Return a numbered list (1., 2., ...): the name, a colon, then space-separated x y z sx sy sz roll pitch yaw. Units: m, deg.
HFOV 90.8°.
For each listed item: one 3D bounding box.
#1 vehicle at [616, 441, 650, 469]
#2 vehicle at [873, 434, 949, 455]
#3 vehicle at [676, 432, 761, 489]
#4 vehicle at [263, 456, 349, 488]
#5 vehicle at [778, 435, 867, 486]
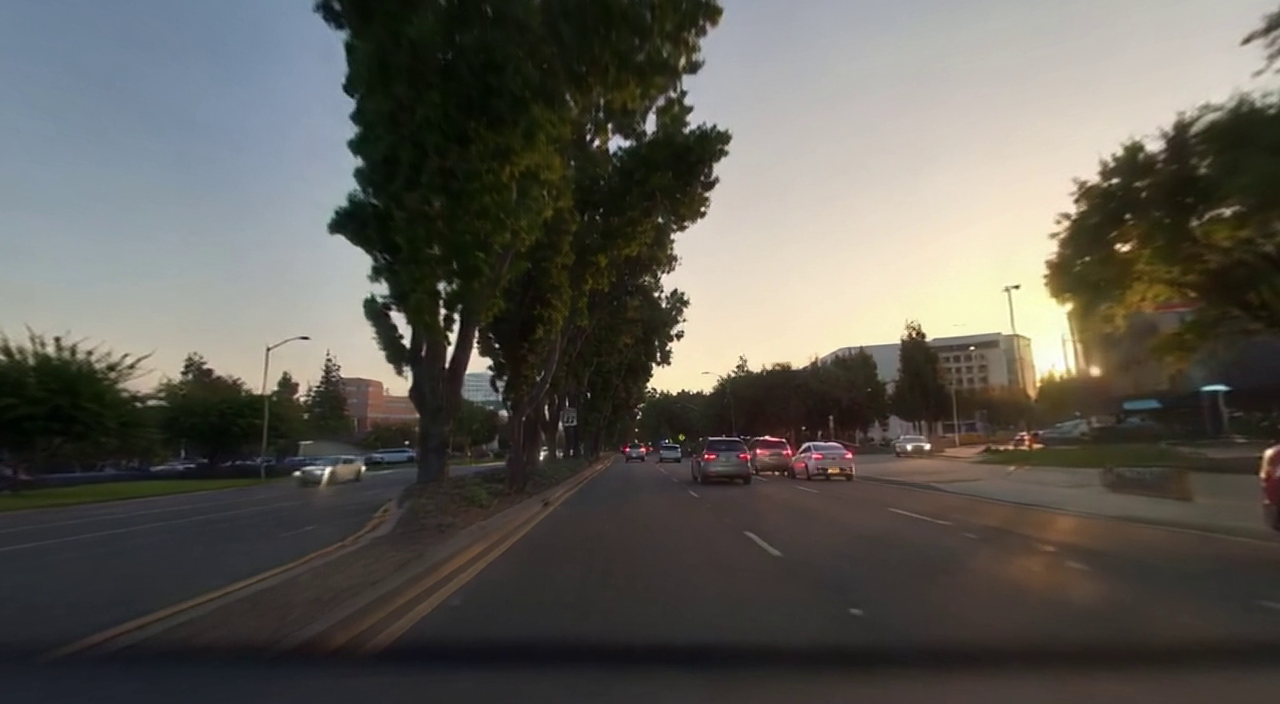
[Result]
1. vehicle: -0.453 6.768 41.731 2.132 1.693 3.819 0 -8 -1
2. vehicle: 20.239 6.931 47.315 4.608 1.533 2.193 0 -8 -1
3. vehicle: 2.645 3.791 22.466 2.227 1.794 4.457 0 -8 -3
4. vehicle: -18.339 6.591 34.964 2.129 1.531 4.696 0 -8 1
5. vehicle: 6.701 4.019 23.715 2.025 1.719 4.161 0 -8 -1
